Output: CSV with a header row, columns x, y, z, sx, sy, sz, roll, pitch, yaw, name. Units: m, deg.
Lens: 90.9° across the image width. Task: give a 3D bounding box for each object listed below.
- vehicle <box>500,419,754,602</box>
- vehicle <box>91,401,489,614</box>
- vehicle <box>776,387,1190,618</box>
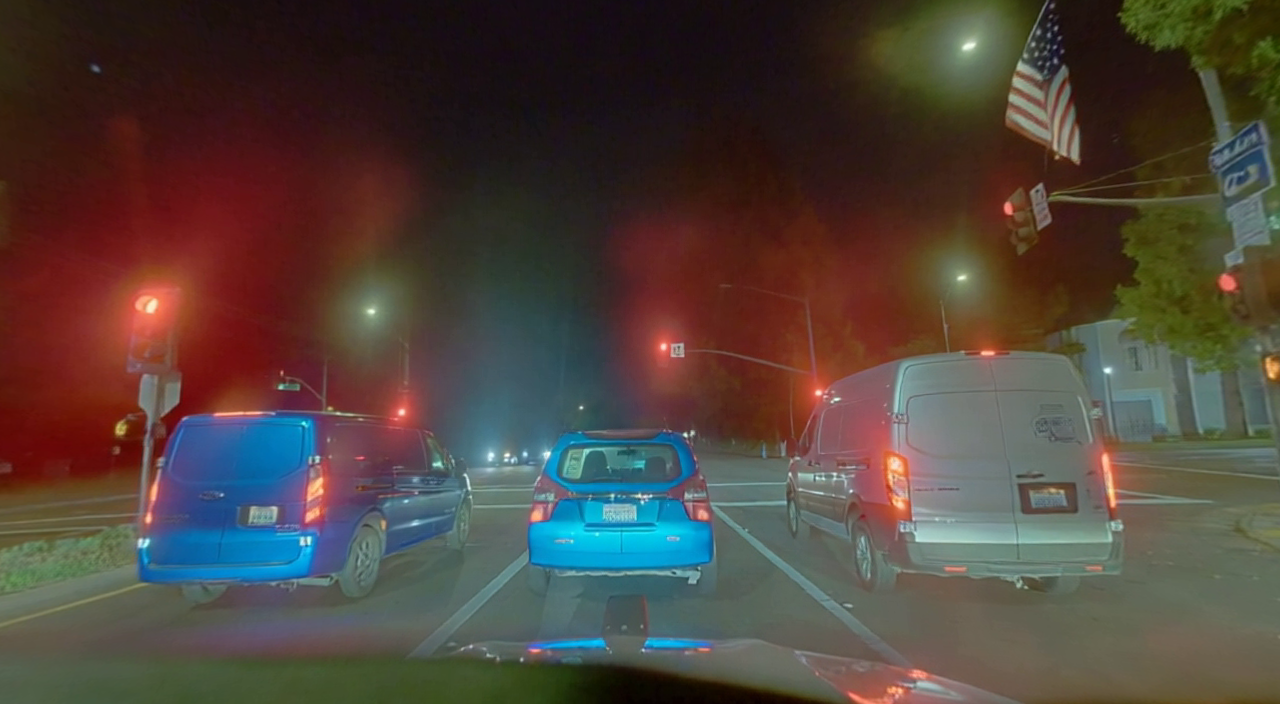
x,y,z,sx,sy,sz,roll,pitch,yaw,name
-0.148,1.621,7.342,2.098,1.494,4.118,0,-9,-1,vehicle
-3.306,1.542,7.117,2.024,1.677,3.998,-1,-9,3,vehicle
3.086,1.474,7.067,2.178,1.746,4.400,0,-9,1,vehicle
